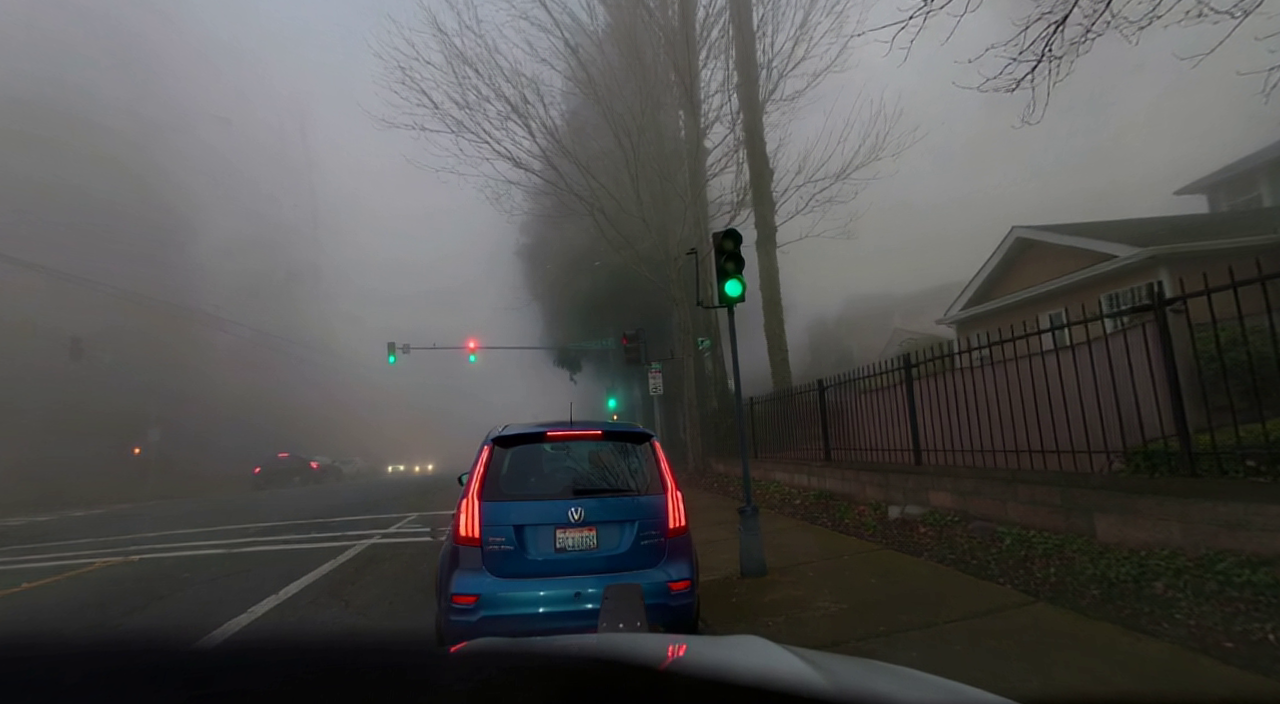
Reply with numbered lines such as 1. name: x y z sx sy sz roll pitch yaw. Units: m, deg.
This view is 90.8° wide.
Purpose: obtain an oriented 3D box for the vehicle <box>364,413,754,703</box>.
1. vehicle: -0.671 1.361 5.221 2.024 1.502 3.702 1 -9 -9
